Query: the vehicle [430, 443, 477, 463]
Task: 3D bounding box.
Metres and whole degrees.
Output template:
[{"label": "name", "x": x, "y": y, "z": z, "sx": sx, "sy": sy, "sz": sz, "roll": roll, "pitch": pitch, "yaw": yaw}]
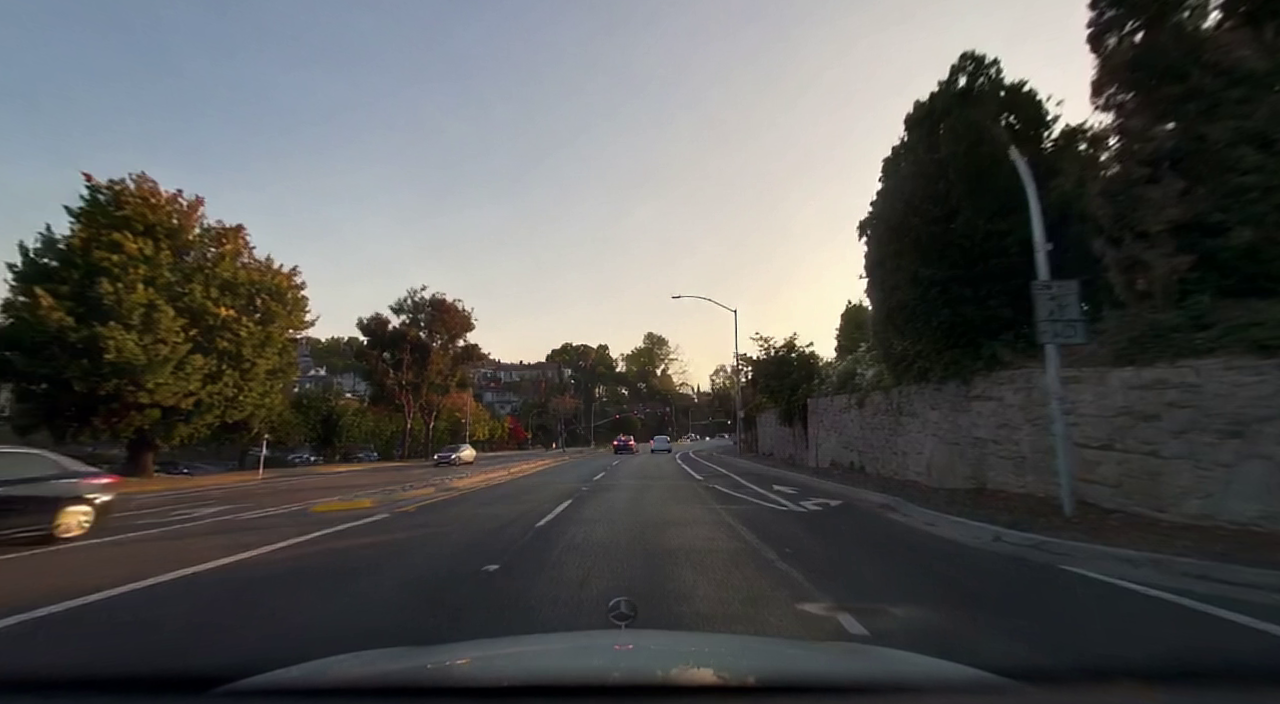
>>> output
[{"label": "vehicle", "x": -14.418, "y": 7.854, "z": 48.848, "sx": 1.889, "sy": 1.461, "sz": 4.730, "roll": -1, "pitch": -8, "yaw": 4}]
